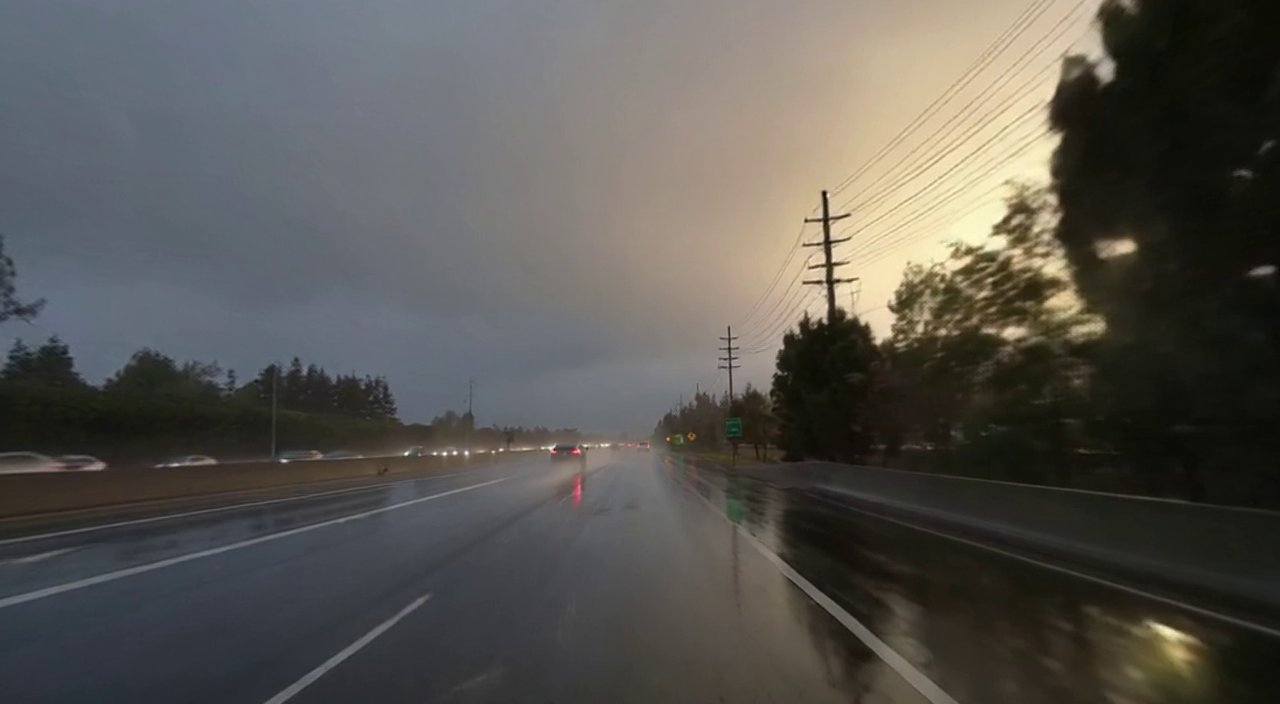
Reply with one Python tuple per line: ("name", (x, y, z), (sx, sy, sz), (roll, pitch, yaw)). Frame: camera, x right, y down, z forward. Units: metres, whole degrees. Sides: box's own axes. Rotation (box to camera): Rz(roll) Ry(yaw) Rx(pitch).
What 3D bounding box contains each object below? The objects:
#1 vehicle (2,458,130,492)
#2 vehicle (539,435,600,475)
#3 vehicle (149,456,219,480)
("vehicle", (-28.497, 6.099, 31.533), (1.860, 1.499, 4.752), (0, -9, 1))
("vehicle", (-3.657, 5.508, 33.808), (2.577, 1.939, 5.408), (0, -9, 1))
("vehicle", (-34.460, 8.735, 47.715), (1.922, 1.659, 4.456), (0, -9, 0))
